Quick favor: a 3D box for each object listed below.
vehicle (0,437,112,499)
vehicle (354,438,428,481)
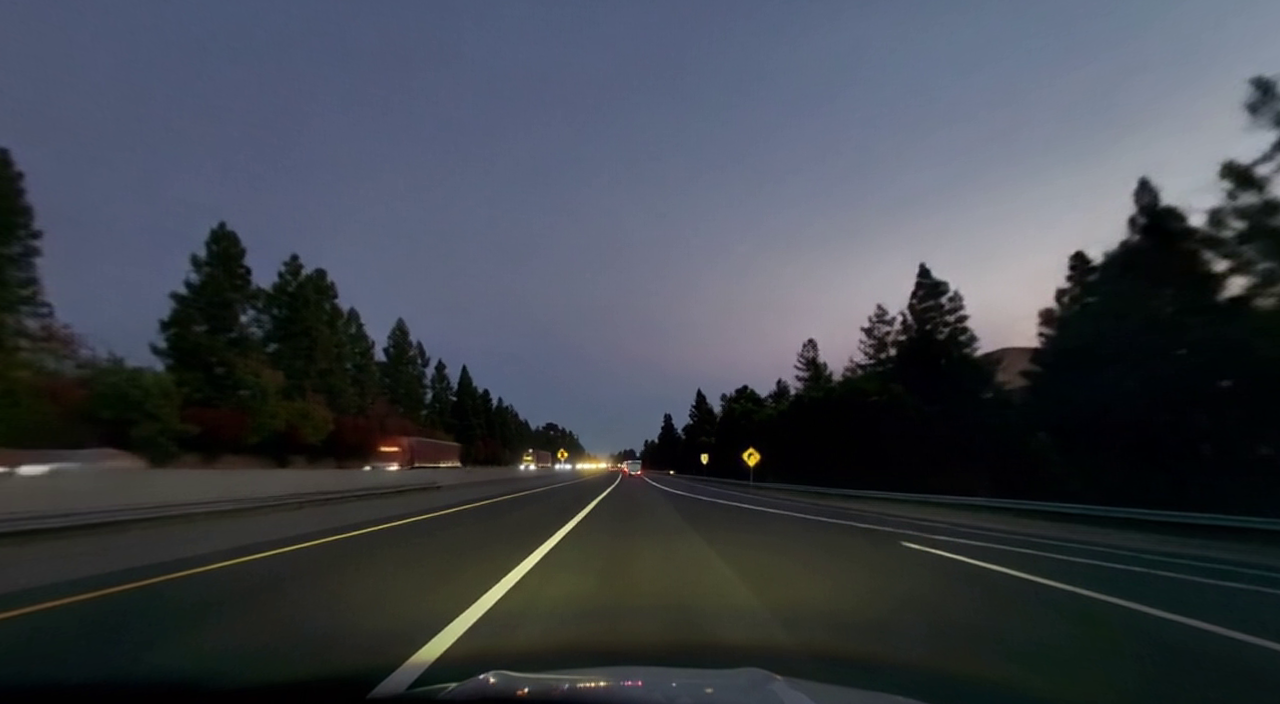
[{"bbox_3d":[-16.132,2.955,16.105,1.780,1.458,3.948,1,-10,0],"label":"vehicle"},{"bbox_3d":[-16.291,7.134,41.747,2.394,2.591,6.055,1,-10,0],"label":"vehicle"}]
